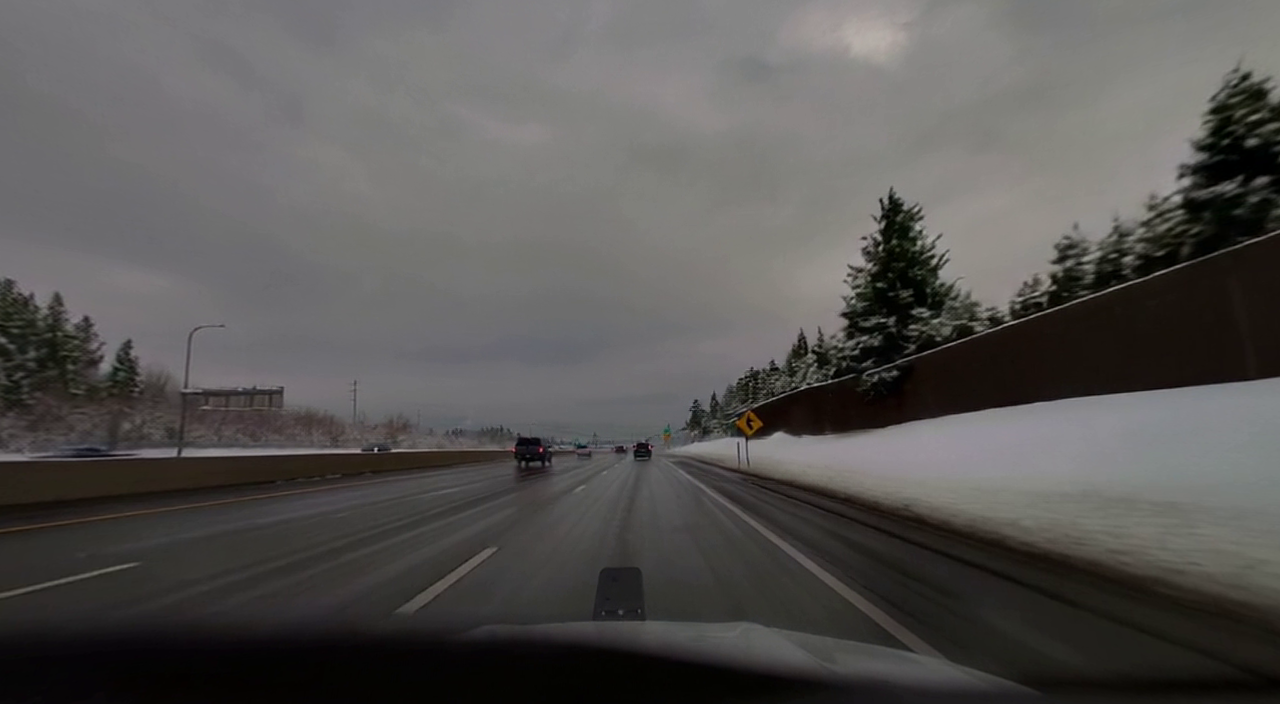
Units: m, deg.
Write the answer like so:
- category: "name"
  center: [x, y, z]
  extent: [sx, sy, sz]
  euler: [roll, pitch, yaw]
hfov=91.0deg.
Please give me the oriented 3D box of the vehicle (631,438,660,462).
- category: "vehicle"
  center: [0.378, 7.445, 47.735]
  extent: [2.141, 1.706, 4.065]
  euler: [0, -8, -1]

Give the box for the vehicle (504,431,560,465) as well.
- category: "vehicle"
  center: [-6.613, 5.976, 39.237]
  extent: [2.438, 1.967, 5.596]
  euler: [0, -8, 0]

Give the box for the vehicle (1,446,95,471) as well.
- category: "vehicle"
  center: [-39.616, 7.107, 42.316]
  extent: [1.846, 1.564, 4.400]
  euler: [0, -8, 4]
